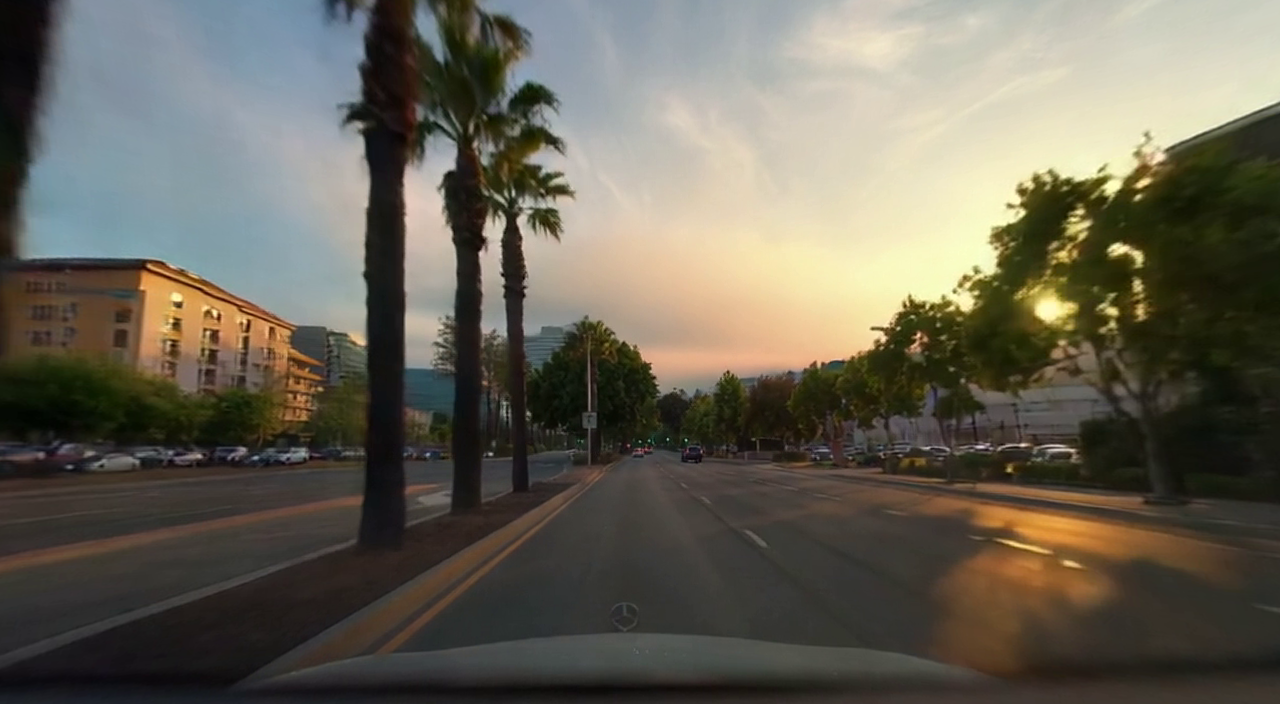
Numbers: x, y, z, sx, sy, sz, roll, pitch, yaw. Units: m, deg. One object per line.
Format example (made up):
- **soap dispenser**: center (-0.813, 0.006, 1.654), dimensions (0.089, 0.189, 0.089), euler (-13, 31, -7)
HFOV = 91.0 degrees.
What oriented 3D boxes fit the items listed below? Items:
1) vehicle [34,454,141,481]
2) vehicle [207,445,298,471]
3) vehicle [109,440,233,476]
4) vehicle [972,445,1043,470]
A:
- **vehicle**: center (-31.182, 6.507, 35.603), dimensions (4.223, 1.444, 1.814), euler (0, -9, -3)
- **vehicle**: center (-30.587, 8.390, 49.840), dimensions (5.493, 1.979, 2.437), euler (0, -9, -2)
- **vehicle**: center (-32.029, 7.228, 43.126), dimensions (6.216, 2.077, 2.806), euler (2, -8, 2)
- **vehicle**: center (24.153, 6.920, 41.569), dimensions (1.881, 1.509, 4.448), euler (0, -9, -3)
